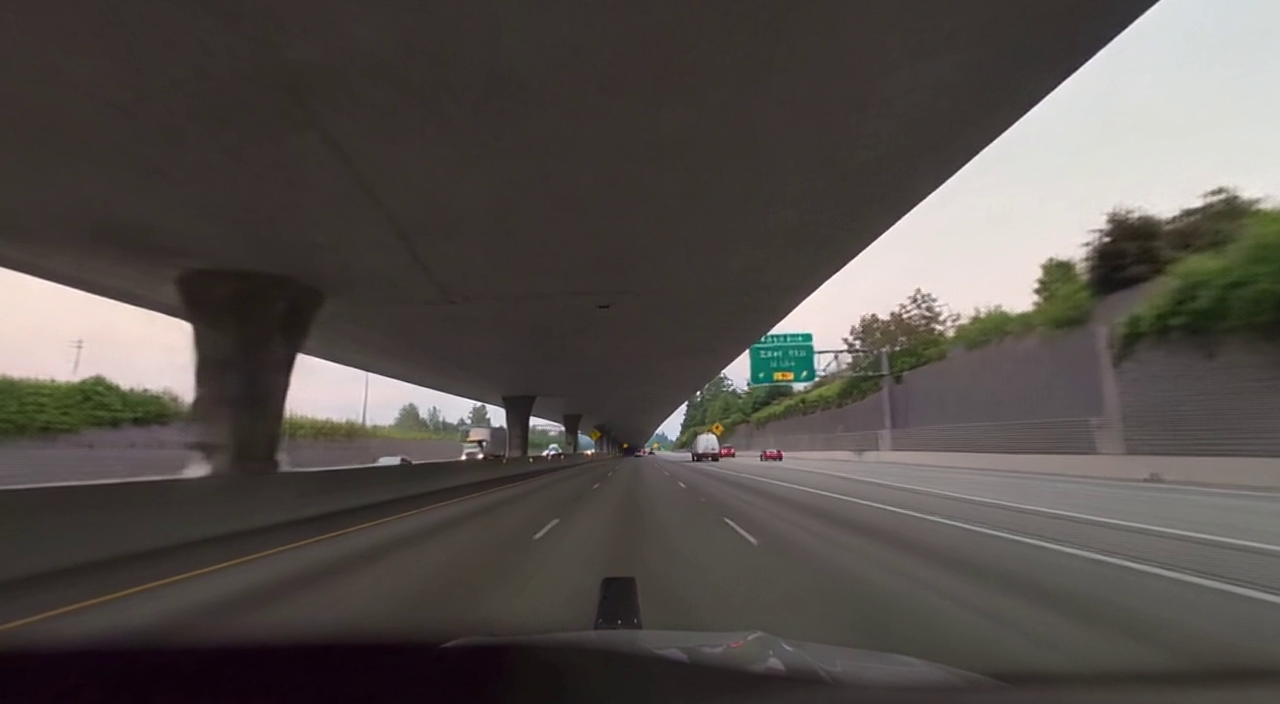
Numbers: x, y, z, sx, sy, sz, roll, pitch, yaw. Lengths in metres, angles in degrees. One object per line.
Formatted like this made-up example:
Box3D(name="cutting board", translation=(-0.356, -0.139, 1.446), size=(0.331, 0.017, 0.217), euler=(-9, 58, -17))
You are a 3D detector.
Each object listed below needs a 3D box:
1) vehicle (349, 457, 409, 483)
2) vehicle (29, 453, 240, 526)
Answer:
Box3D(name="vehicle", translation=(-16.562, 7.460, 40.065), size=(1.943, 1.483, 4.507), euler=(0, -9, -1))
Box3D(name="vehicle", translation=(-12.694, 3.431, 16.197), size=(2.223, 1.585, 3.787), euler=(0, -9, 0))
